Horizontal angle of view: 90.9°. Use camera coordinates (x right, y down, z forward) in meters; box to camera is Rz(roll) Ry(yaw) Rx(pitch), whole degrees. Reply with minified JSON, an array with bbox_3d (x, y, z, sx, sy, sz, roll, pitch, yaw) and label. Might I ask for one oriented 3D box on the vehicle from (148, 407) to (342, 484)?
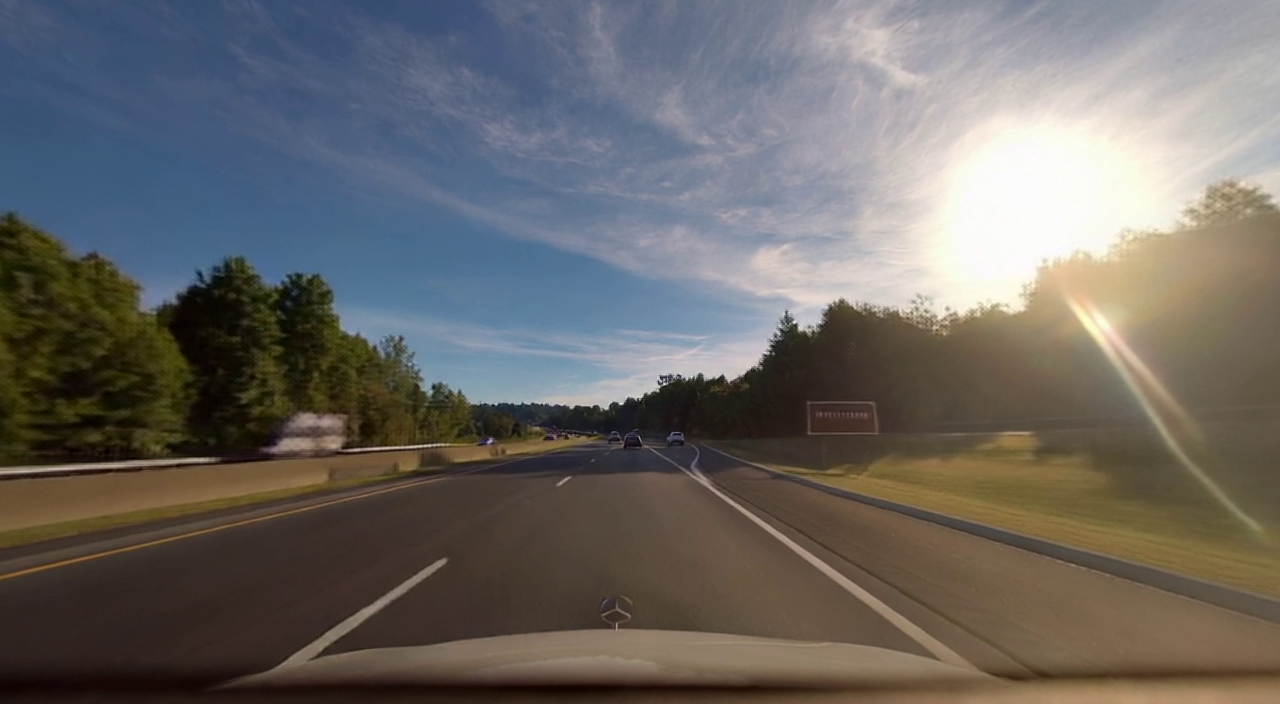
[{"bbox_3d":[-13.083,3.165,21.662,2.624,2.225,6.259,0,-8,-1],"label":"vehicle"}]
